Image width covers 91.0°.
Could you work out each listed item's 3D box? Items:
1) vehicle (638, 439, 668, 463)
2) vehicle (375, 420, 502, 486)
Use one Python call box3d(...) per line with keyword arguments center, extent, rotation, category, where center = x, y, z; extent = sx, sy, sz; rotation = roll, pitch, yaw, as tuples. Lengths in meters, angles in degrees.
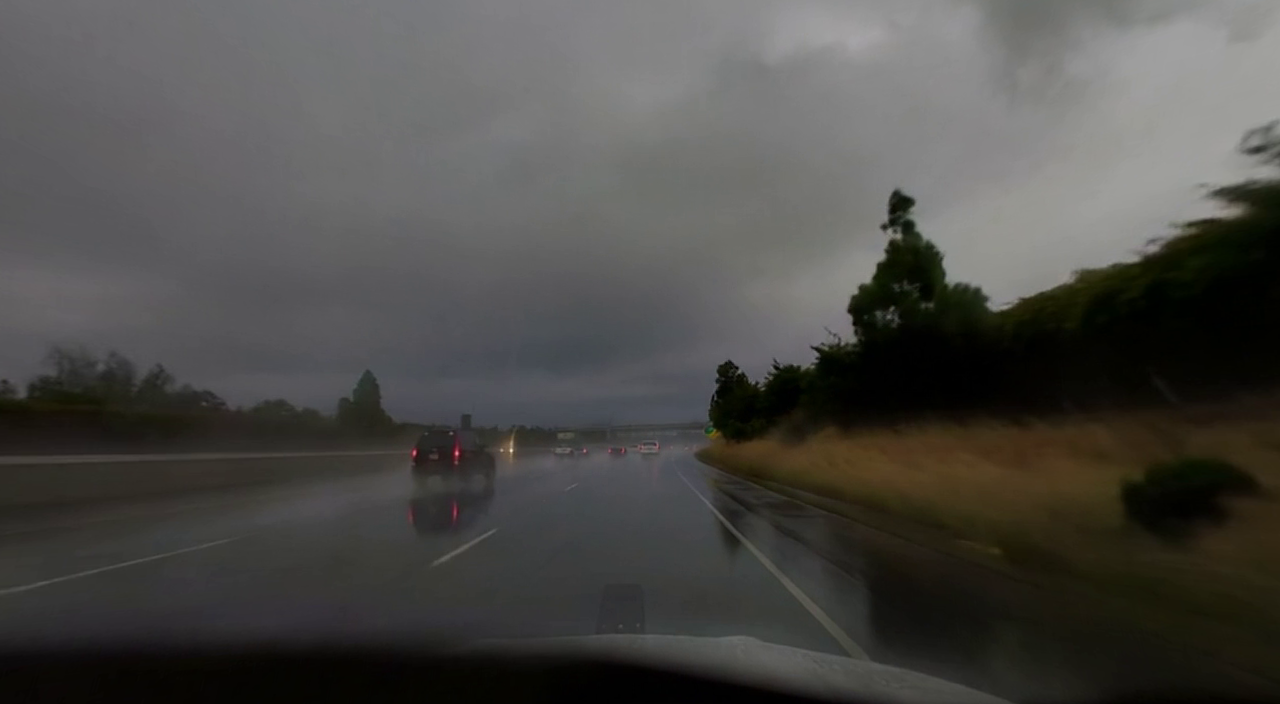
box3d(center=(0.916, 7.378, 47.142), extent=(2.141, 1.706, 4.065), rotation=(0, -8, 0), category="vehicle")
box3d(center=(-6.756, 3.495, 21.999), extent=(2.438, 1.967, 5.596), rotation=(0, -8, 1), category="vehicle")
